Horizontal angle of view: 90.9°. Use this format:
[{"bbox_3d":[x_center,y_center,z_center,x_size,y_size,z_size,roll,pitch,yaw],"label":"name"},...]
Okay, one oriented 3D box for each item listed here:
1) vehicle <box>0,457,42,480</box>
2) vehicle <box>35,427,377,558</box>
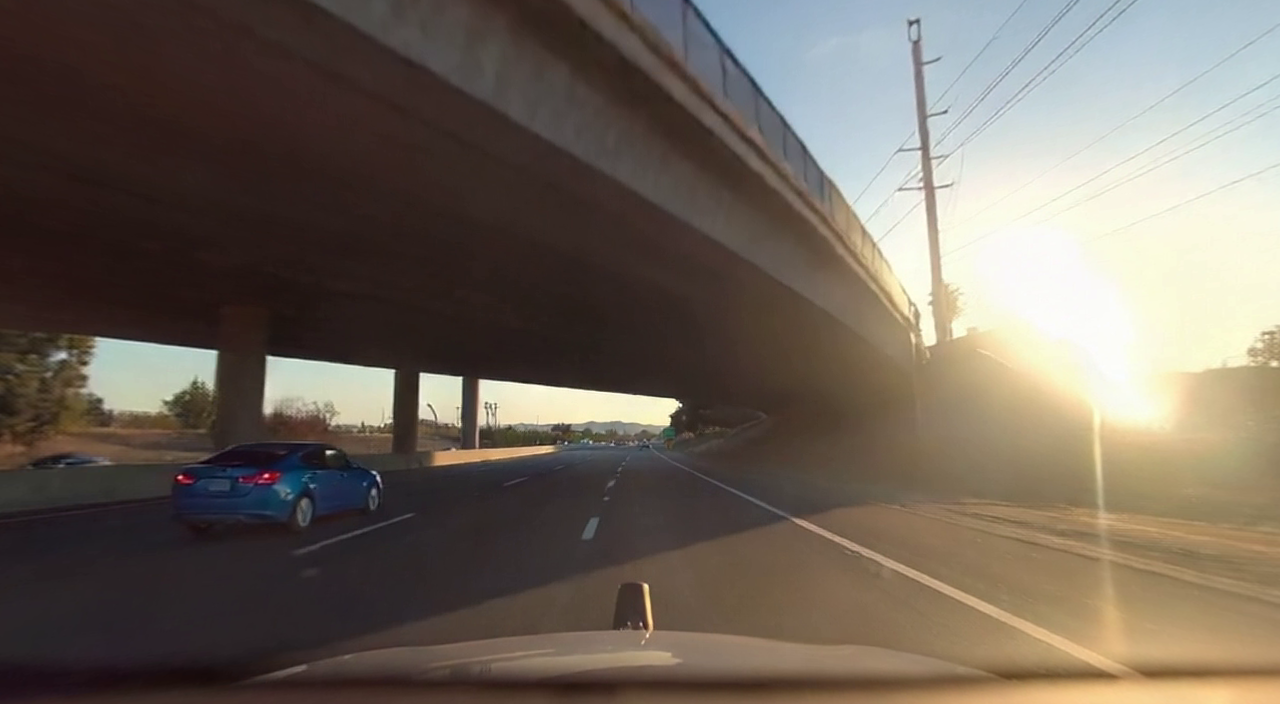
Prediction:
[{"bbox_3d":[-42.687,7.804,42.097,1.716,1.412,3.919,0,-8,-1],"label":"vehicle"},{"bbox_3d":[-6.182,2.031,9.926,2.105,1.551,4.602,0,-8,0],"label":"vehicle"}]
